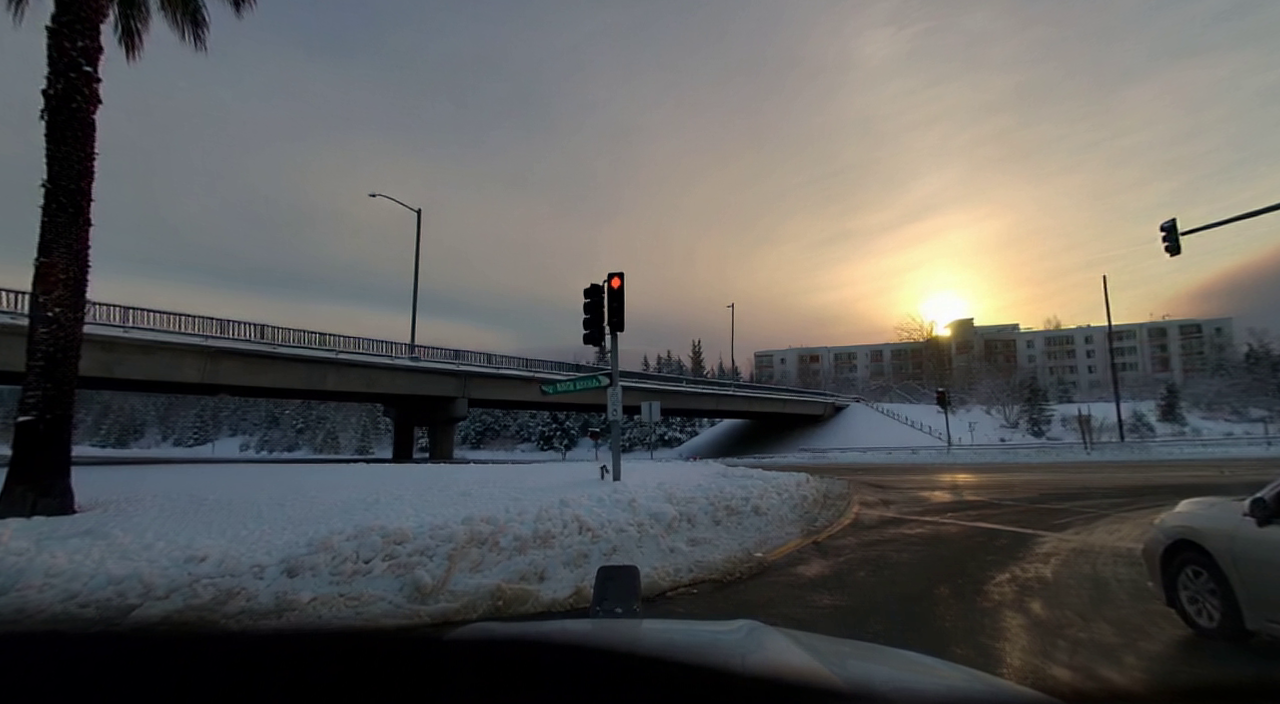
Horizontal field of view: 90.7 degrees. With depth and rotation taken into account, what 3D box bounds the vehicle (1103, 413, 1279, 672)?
[{"bbox_3d":[4.557,0.994,2.919,1.959,1.485,4.628,-2,-9,10],"label":"vehicle"}]
